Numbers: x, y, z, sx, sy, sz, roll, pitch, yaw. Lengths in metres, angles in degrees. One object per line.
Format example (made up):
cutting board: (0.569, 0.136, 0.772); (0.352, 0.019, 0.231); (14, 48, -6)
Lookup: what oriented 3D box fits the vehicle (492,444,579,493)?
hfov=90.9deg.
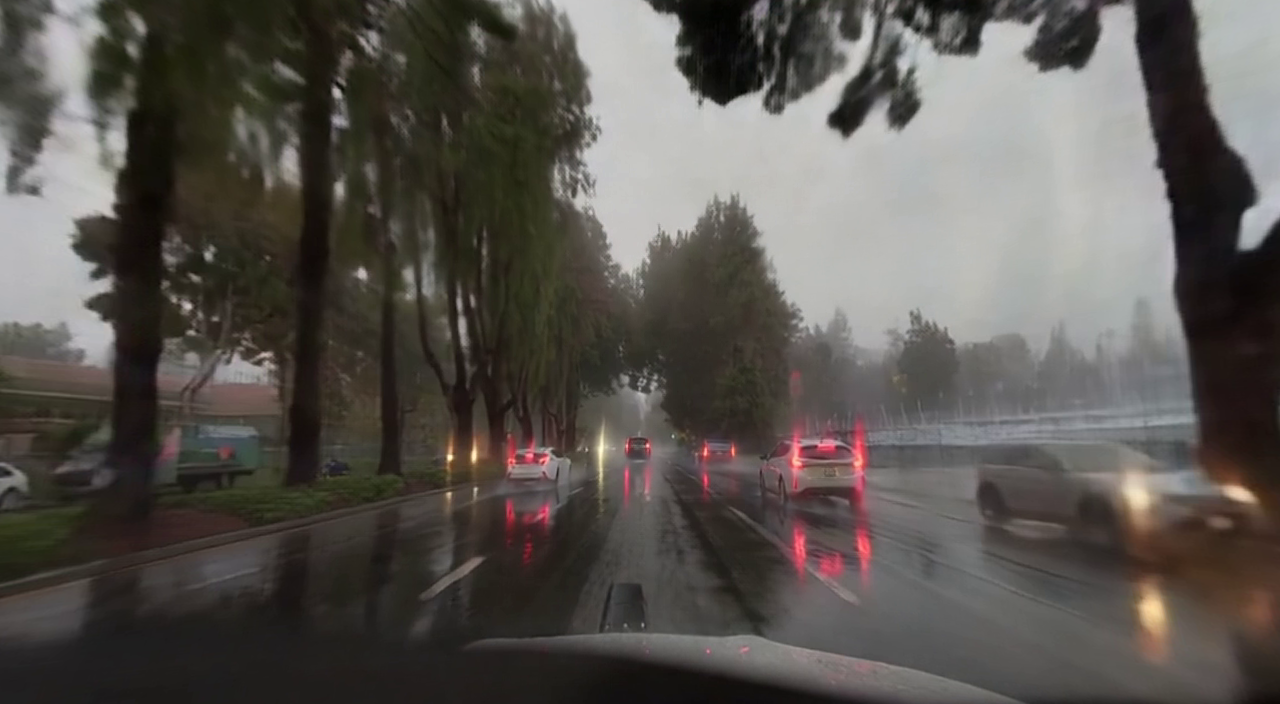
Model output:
vehicle: (-3.149, 3.577, 19.830); (2.013, 1.354, 3.908); (0, -8, 1)

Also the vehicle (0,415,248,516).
vehicle: (-23.044, 4.999, 29.211); (2.833, 3.735, 11.042); (0, -8, -1)

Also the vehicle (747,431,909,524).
vehicle: (3.473, 2.384, 12.578); (1.919, 1.502, 4.232); (0, -8, 0)

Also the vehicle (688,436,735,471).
vehicle: (3.756, 5.425, 33.829); (1.980, 1.709, 4.367); (1, -8, -1)

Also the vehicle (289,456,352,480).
vehicle: (-22.620, 8.230, 44.843); (1.908, 1.483, 4.835); (0, -8, 0)

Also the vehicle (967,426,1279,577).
vehicle: (6.676, 1.850, 8.695); (1.909, 1.512, 4.480); (0, -8, 0)

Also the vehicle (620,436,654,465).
vehicle: (-0.224, 6.830, 43.848); (2.247, 1.882, 4.603); (1, -8, -1)
